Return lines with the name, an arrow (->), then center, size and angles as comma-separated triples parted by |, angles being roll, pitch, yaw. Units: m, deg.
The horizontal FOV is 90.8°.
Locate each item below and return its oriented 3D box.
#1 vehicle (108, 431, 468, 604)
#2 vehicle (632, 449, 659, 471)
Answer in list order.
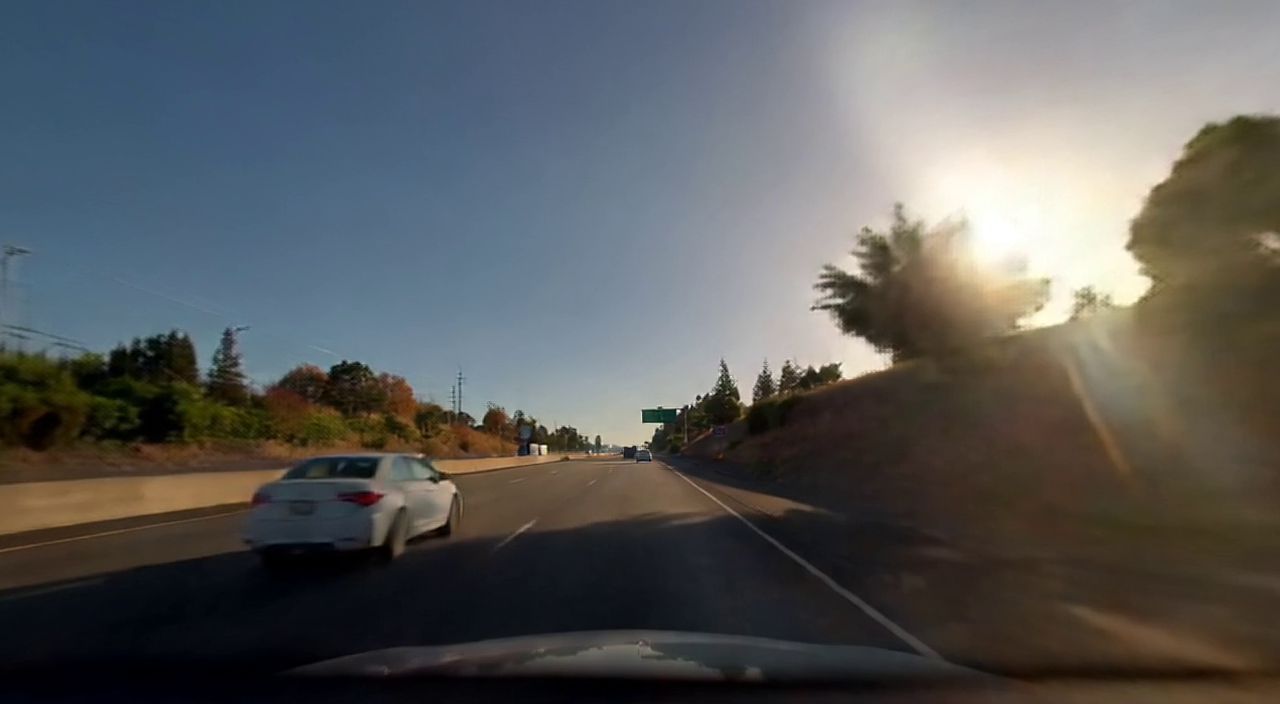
vehicle -> -3.653, 1.773, 7.635 | 1.978, 1.498, 4.080 | 0, -9, 0
vehicle -> 0.376, 7.899, 46.225 | 1.908, 1.515, 3.871 | 0, -9, 0
